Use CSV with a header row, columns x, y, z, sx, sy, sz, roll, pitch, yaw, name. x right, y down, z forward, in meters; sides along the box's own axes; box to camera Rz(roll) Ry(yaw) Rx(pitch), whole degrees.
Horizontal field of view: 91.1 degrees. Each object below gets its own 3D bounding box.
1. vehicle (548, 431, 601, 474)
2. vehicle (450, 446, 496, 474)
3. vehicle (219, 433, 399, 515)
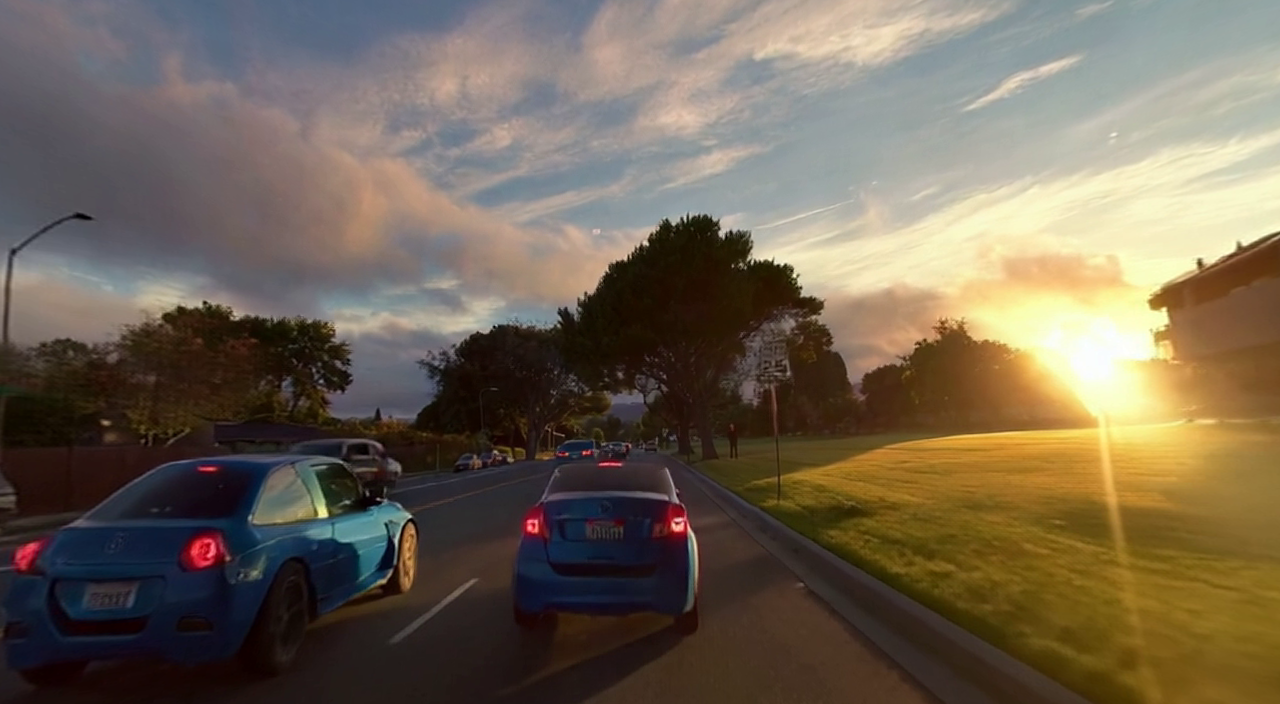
x,y,z,sx,sy,sz,roll,pitch,yaw,name
-2.932,4.596,28.862,1.908,1.809,4.230,0,-8,1,vehicle
-11.717,7.577,44.311,1.904,1.728,4.997,2,-8,-1,vehicle
-8.755,3.237,17.355,2.060,1.785,5.303,-3,-9,1,vehicle
